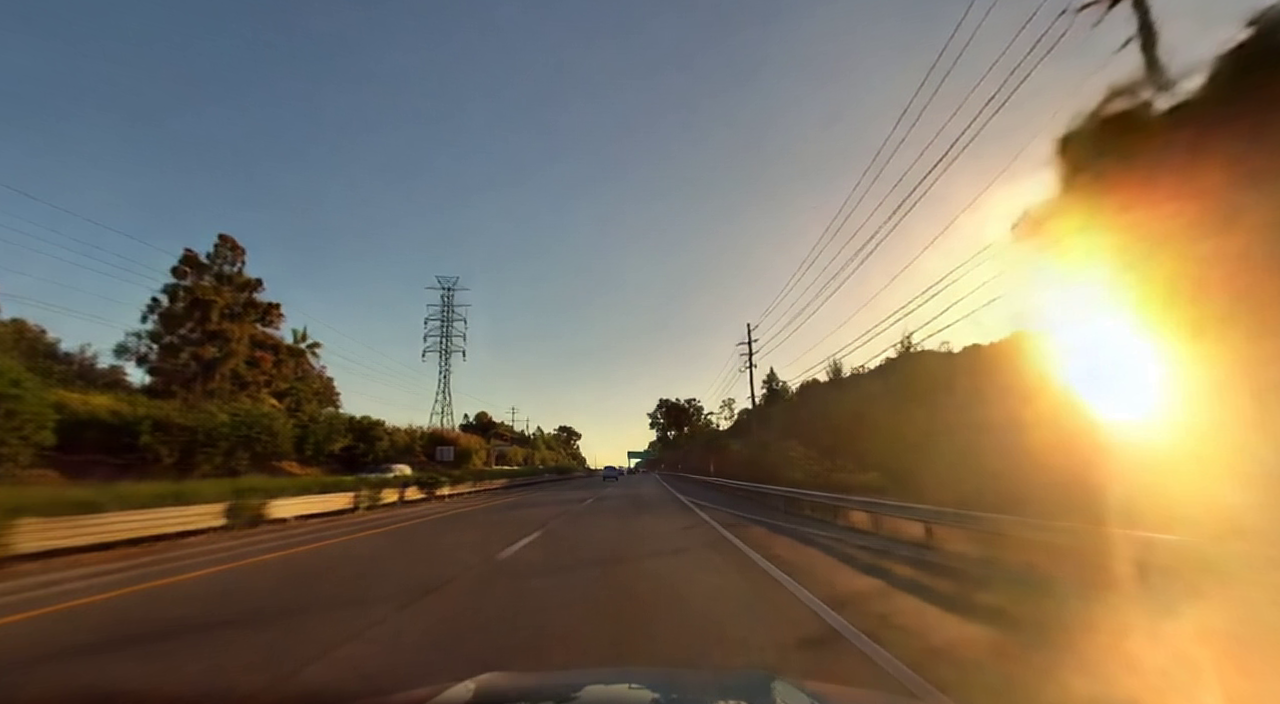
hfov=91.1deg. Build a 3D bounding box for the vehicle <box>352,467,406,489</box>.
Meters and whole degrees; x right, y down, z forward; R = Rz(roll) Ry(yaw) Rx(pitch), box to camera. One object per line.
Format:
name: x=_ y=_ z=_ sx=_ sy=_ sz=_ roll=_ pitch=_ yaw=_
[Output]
vehicle: x=-19.894 y=9.619 z=48.094 sx=1.957 sy=1.599 sz=4.666 roll=0 pitch=-11 yaw=1
